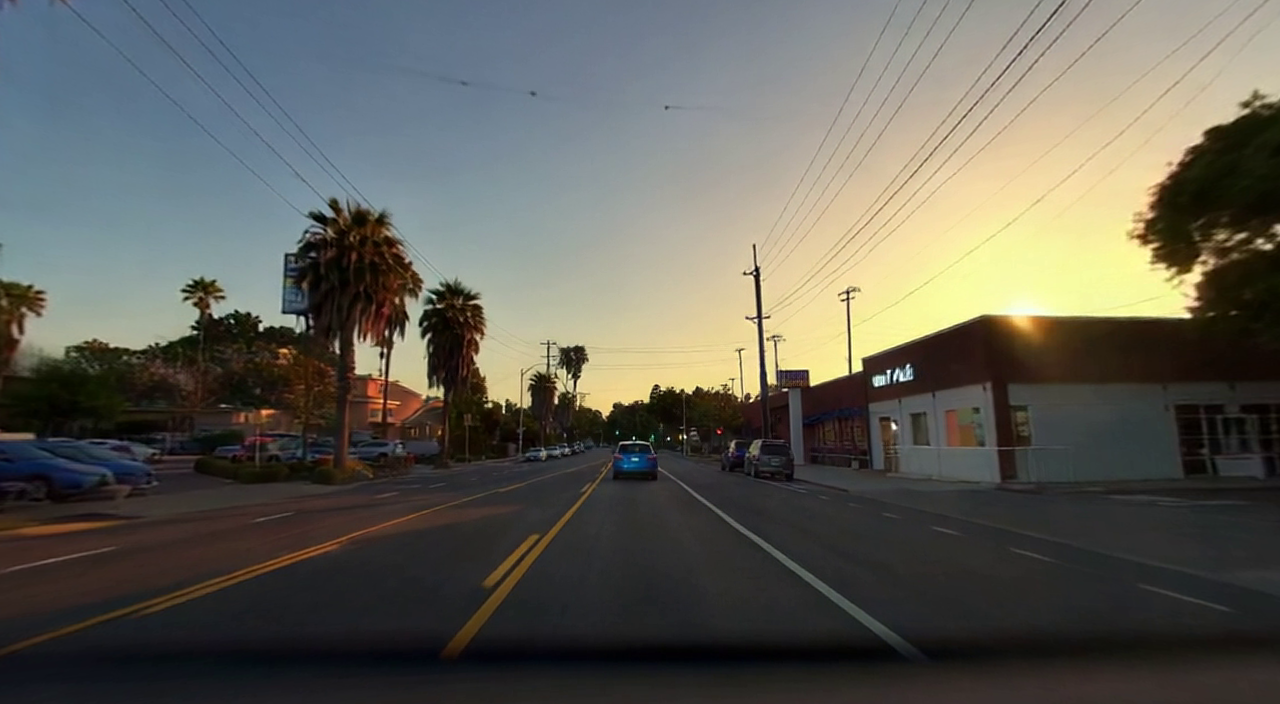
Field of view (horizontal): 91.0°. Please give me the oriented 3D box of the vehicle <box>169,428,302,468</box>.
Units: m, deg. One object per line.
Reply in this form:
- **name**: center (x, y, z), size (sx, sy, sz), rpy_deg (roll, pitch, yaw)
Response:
- **vehicle**: center (-19.133, 4.543, 29.919), size (4.976, 1.741, 1.986), rpy_deg (7, -11, -40)

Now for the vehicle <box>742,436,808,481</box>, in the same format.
- **vehicle**: center (5.878, 4.699, 27.991), size (1.945, 1.791, 4.460), rpy_deg (0, -9, 0)

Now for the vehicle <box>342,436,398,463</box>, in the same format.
- **vehicle**: center (-17.715, 6.404, 41.514), size (2.084, 1.678, 4.707), rpy_deg (1, -9, -7)

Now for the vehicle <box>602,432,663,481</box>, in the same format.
- **vehicle**: center (-0.283, 4.213, 25.611), size (2.264, 1.798, 4.563), rpy_deg (0, -8, 0)

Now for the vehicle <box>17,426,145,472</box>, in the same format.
- **vehicle**: center (-22.109, 3.859, 25.178), size (1.860, 1.656, 4.483), rpy_deg (2, -9, -14)

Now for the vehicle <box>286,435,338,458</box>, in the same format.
- **vehicle**: center (-23.003, 6.661, 44.291), size (1.829, 1.492, 4.487), rpy_deg (1, -9, -8)
